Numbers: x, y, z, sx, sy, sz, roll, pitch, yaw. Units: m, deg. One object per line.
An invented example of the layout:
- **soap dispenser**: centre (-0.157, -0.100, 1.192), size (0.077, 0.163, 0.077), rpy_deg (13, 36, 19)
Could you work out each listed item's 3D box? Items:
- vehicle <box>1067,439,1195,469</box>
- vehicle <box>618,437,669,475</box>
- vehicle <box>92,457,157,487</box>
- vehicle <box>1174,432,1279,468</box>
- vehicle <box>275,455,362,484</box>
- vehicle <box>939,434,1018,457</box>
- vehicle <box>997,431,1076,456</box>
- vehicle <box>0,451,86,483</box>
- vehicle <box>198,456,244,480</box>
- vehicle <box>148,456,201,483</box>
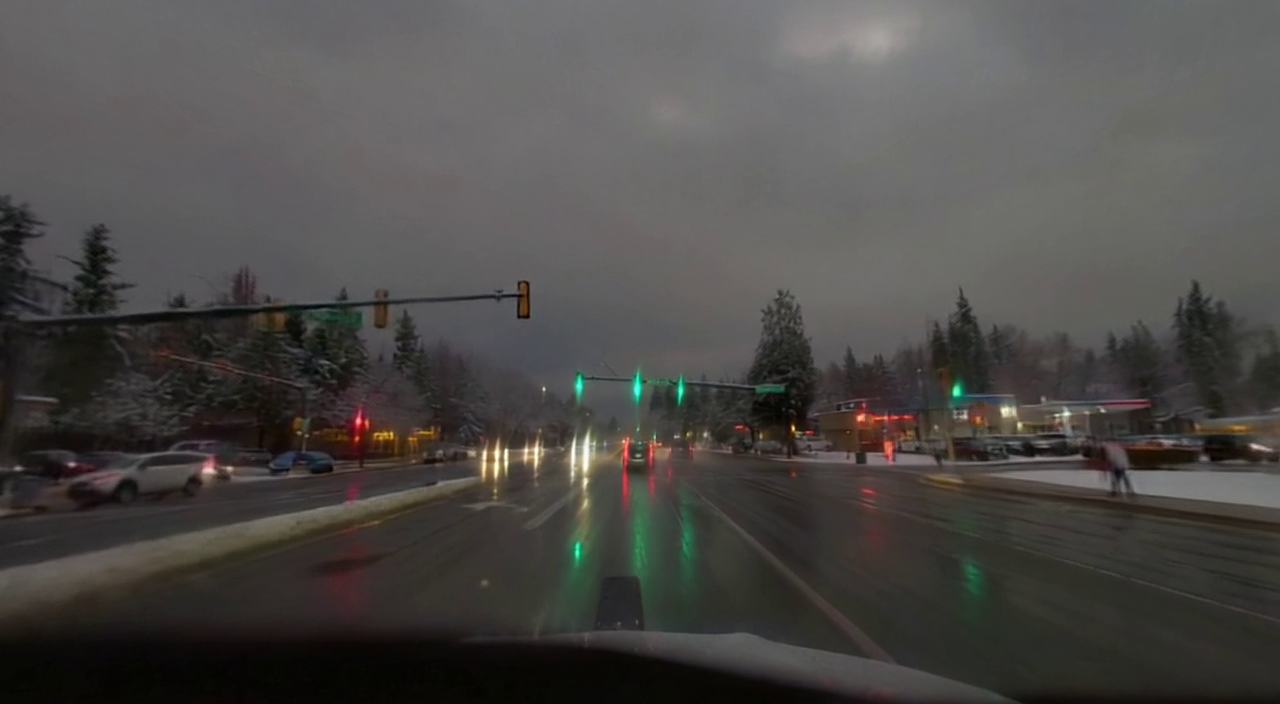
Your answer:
- **vehicle**: centre (24.842, 5.168, 31.971), size (4.788, 1.481, 1.959), rpy_deg (0, -9, 2)
- **vehicle**: centre (0.134, 4.685, 28.492), size (2.145, 1.572, 4.021), rpy_deg (0, -9, 0)
- **vehicle**: centre (-28.614, 6.597, 34.873), size (4.436, 1.464, 1.999), rpy_deg (-8, -11, 41)
- **vehicle**: centre (30.344, 4.969, 31.957), size (4.551, 1.707, 1.937), rpy_deg (0, -9, 3)
- **vehicle**: centre (-18.839, 6.870, 37.291), size (2.311, 1.485, 5.817), rpy_deg (0, -8, -2)
- **vehicle**: centre (25.869, 7.158, 48.250), size (1.941, 1.641, 4.829), rpy_deg (7, -11, -39)
- **vehicle**: centre (29.858, 6.920, 47.527), size (1.958, 1.759, 4.517), rpy_deg (7, -11, -39)
- **vehicle**: centre (-34.917, 6.524, 35.878), size (4.532, 1.701, 2.214), rpy_deg (0, -9, 2)
- **vehicle**: centre (-28.199, 7.751, 42.308), size (1.953, 1.415, 4.553), rpy_deg (7, -11, -40)
- **vehicle**: centre (-28.432, 7.126, 38.343), size (2.022, 1.455, 4.478), rpy_deg (8, -11, -42)
